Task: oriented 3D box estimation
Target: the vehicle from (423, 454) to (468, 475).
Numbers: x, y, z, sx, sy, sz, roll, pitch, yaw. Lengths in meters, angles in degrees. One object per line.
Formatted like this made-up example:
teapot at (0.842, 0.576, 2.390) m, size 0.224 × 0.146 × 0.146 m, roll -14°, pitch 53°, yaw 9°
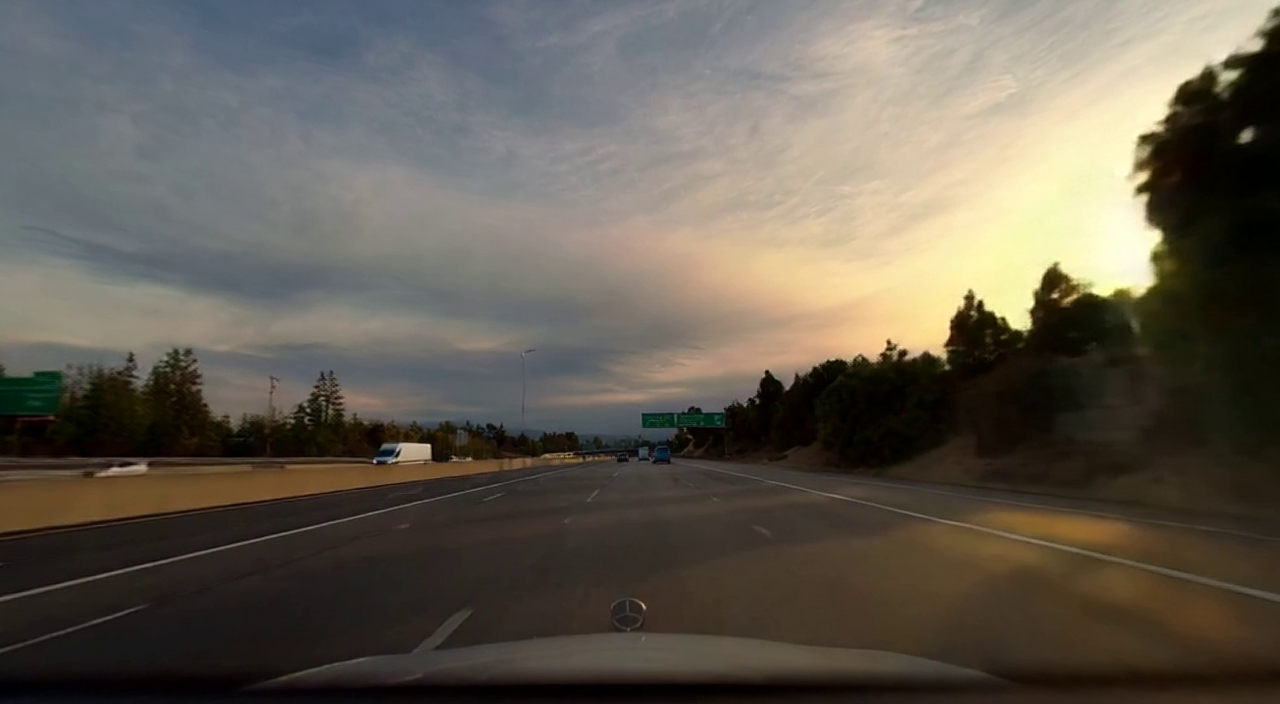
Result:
vehicle at (-15.016, 8.691, 48.911) m, size 1.903 × 1.486 × 4.666 m, roll 0°, pitch -9°, yaw 1°

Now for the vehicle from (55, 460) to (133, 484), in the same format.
vehicle at (-34.884, 7.673, 40.394) m, size 1.713 × 1.418 × 3.632 m, roll 0°, pitch -9°, yaw 0°
